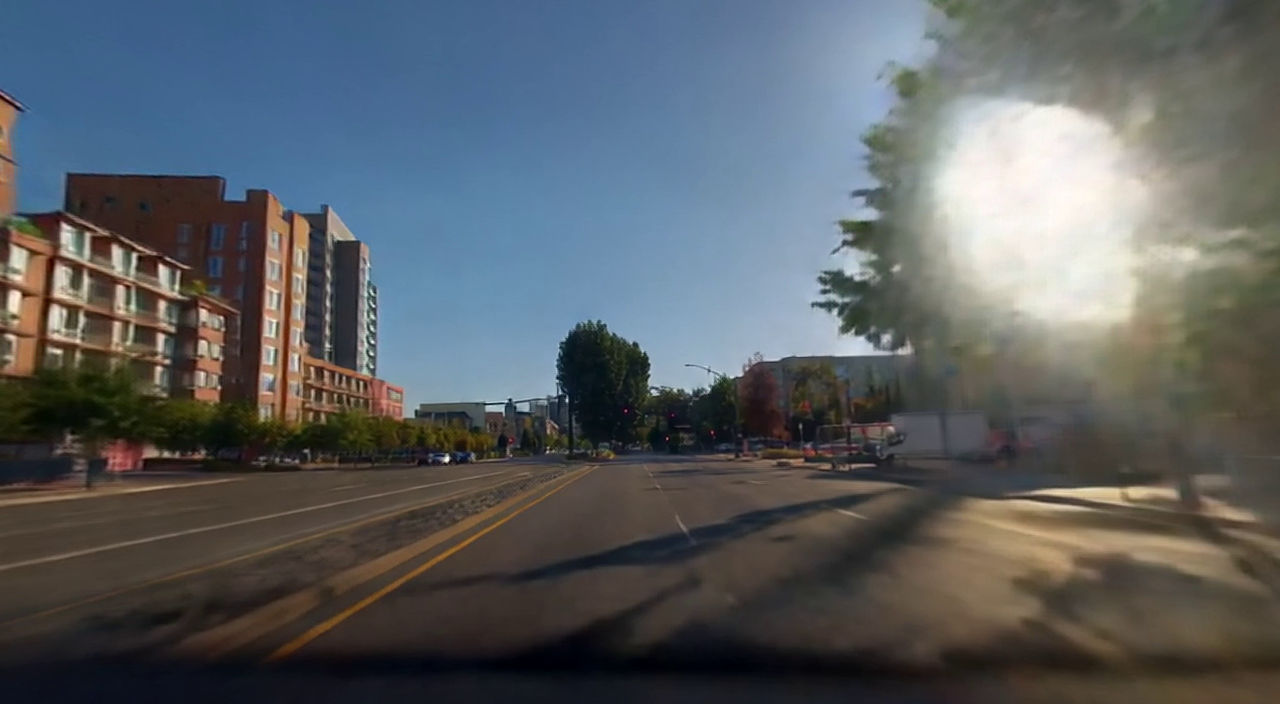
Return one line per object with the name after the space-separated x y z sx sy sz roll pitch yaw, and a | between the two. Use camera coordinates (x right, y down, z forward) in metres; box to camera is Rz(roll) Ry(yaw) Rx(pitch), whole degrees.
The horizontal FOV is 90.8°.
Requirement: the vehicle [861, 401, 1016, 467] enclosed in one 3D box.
16.654 4.641 35.602 7.225 3.553 2.709 0 -9 -3 | vehicle
